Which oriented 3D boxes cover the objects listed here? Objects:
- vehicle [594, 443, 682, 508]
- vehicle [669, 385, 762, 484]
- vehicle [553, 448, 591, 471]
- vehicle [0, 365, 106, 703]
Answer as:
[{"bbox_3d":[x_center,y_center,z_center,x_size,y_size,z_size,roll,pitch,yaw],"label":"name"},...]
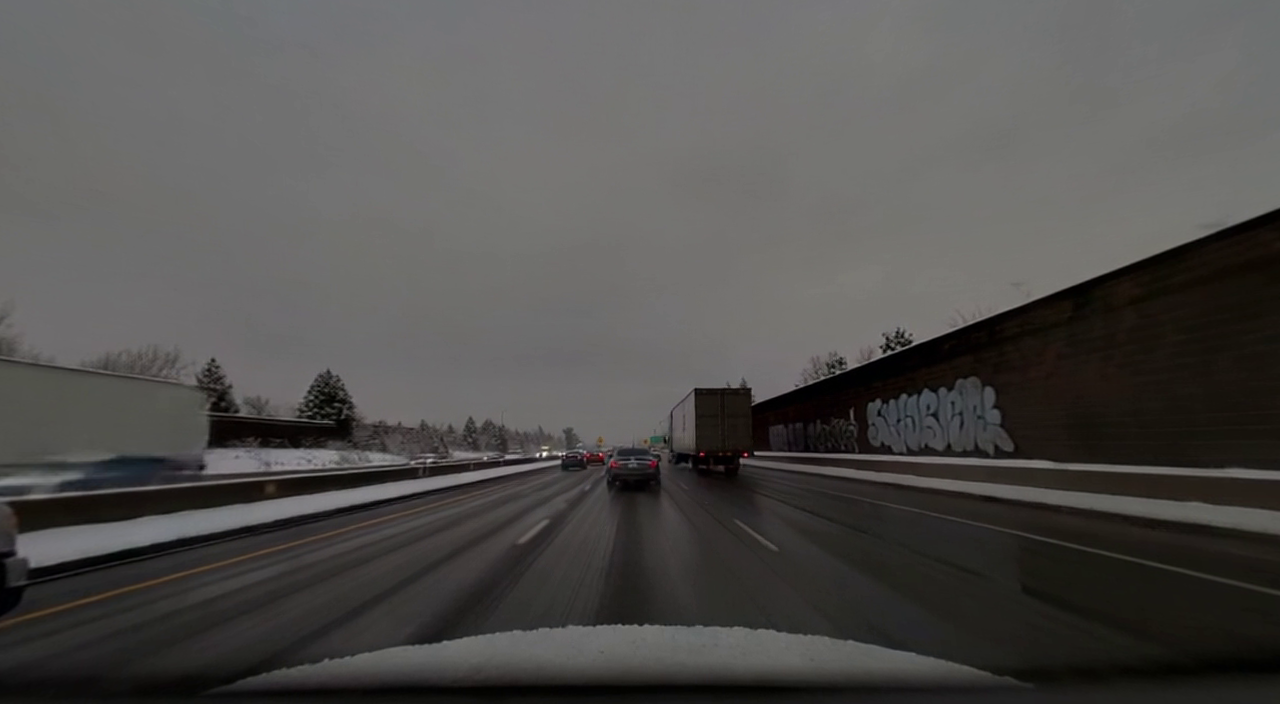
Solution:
[{"bbox_3d":[-0.098,3.154,16.514,2.033,1.468,4.015,0,-9,-1],"label":"vehicle"},{"bbox_3d":[3.453,4.467,33.194,2.902,4.014,14.446,0,-9,-1],"label":"vehicle"},{"bbox_3d":[-4.560,7.296,42.967,2.067,1.481,4.085,-1,-9,1],"label":"vehicle"},{"bbox_3d":[-4.283,0.686,1.434,1.988,1.750,4.711,0,-9,-1],"label":"vehicle"}]
